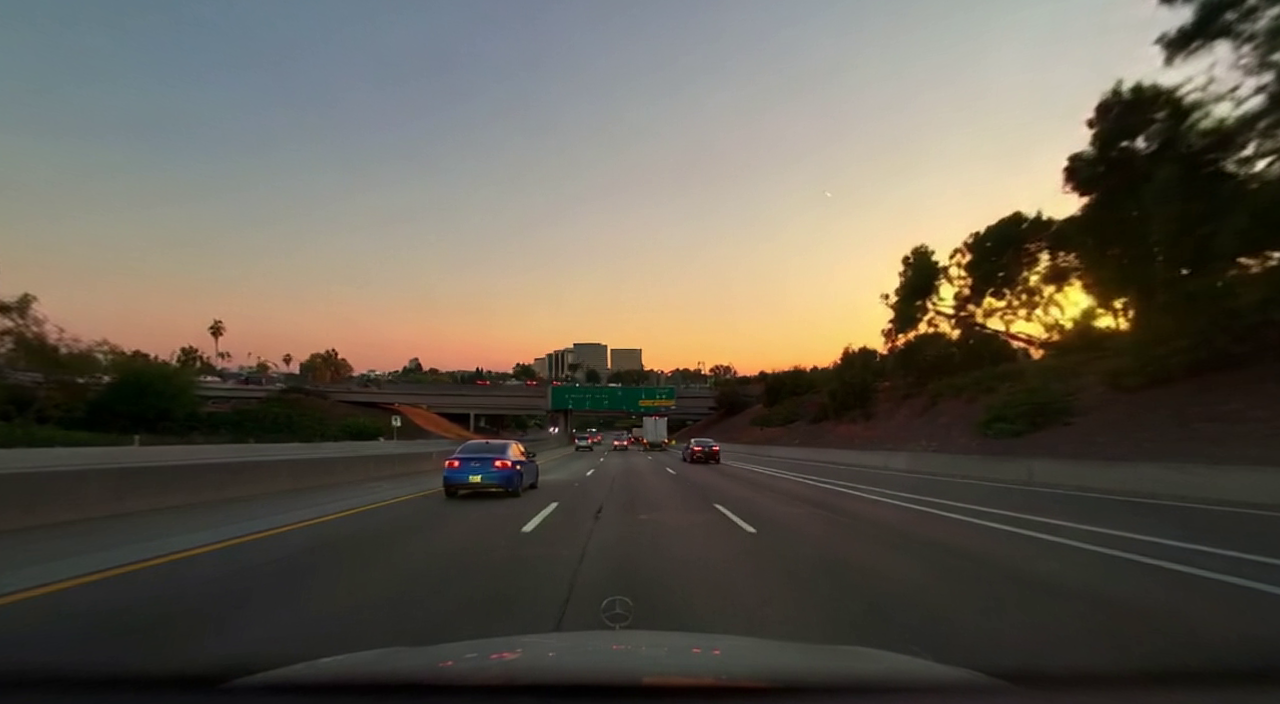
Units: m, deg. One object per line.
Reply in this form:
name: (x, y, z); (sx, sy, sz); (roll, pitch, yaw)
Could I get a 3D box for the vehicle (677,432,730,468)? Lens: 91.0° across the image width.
vehicle: (3.058, 4.815, 31.145); (2.001, 1.625, 4.088); (0, -8, -2)

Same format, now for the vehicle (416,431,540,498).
vehicle: (-3.992, 2.846, 16.367); (2.064, 1.479, 4.370); (-1, -8, 0)
